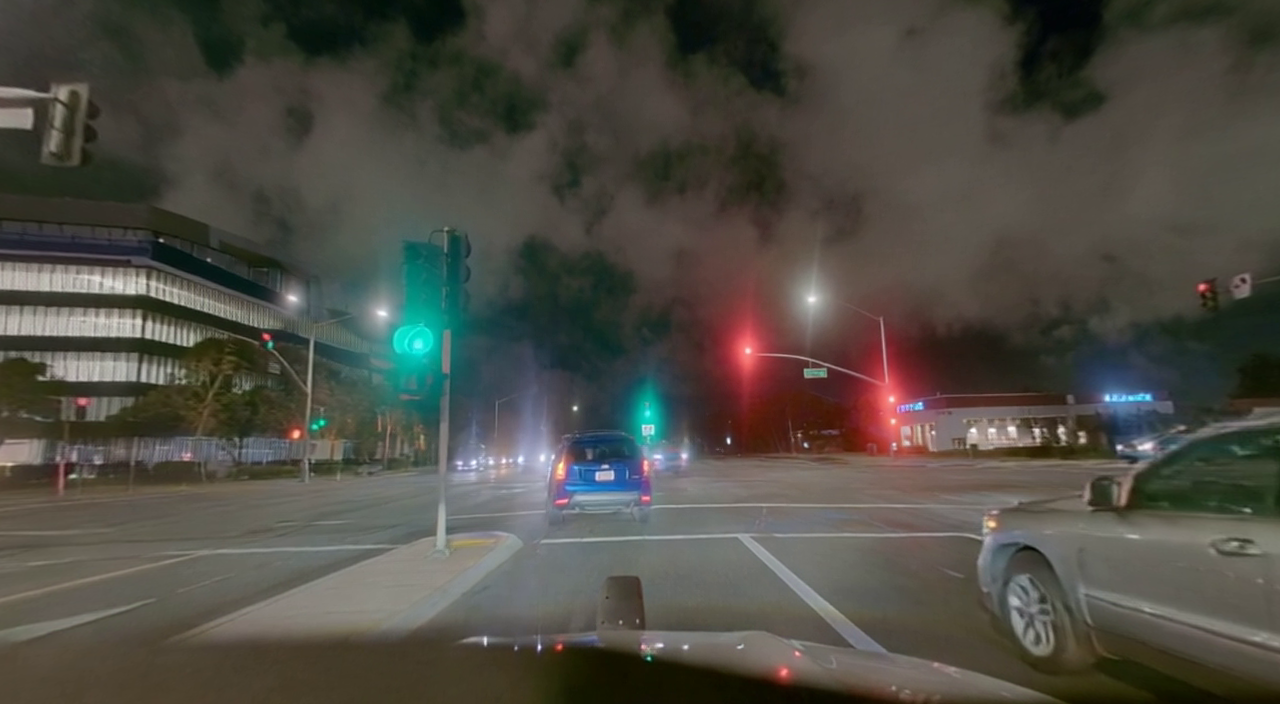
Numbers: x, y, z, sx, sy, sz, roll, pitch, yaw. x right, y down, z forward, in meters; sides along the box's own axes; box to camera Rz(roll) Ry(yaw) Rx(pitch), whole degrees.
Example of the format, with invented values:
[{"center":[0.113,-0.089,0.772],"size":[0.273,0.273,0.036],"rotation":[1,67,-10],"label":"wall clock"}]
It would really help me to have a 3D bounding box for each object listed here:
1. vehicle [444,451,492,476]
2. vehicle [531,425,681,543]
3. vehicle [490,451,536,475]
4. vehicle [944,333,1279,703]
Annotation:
[{"center":[-11.848,7.695,43.816],"size":[2.005,1.596,4.342],"rotation":[-1,-9,1],"label":"vehicle"},{"center":[-0.879,2.357,12.019],"size":[2.238,1.762,4.445],"rotation":[1,-9,-11],"label":"vehicle"},{"center":[-8.592,7.539,43.114],"size":[2.163,1.529,4.210],"rotation":[0,-9,1],"label":"vehicle"},{"center":[3.214,0.787,2.238],"size":[2.040,1.674,4.455],"rotation":[0,-9,0],"label":"vehicle"}]
